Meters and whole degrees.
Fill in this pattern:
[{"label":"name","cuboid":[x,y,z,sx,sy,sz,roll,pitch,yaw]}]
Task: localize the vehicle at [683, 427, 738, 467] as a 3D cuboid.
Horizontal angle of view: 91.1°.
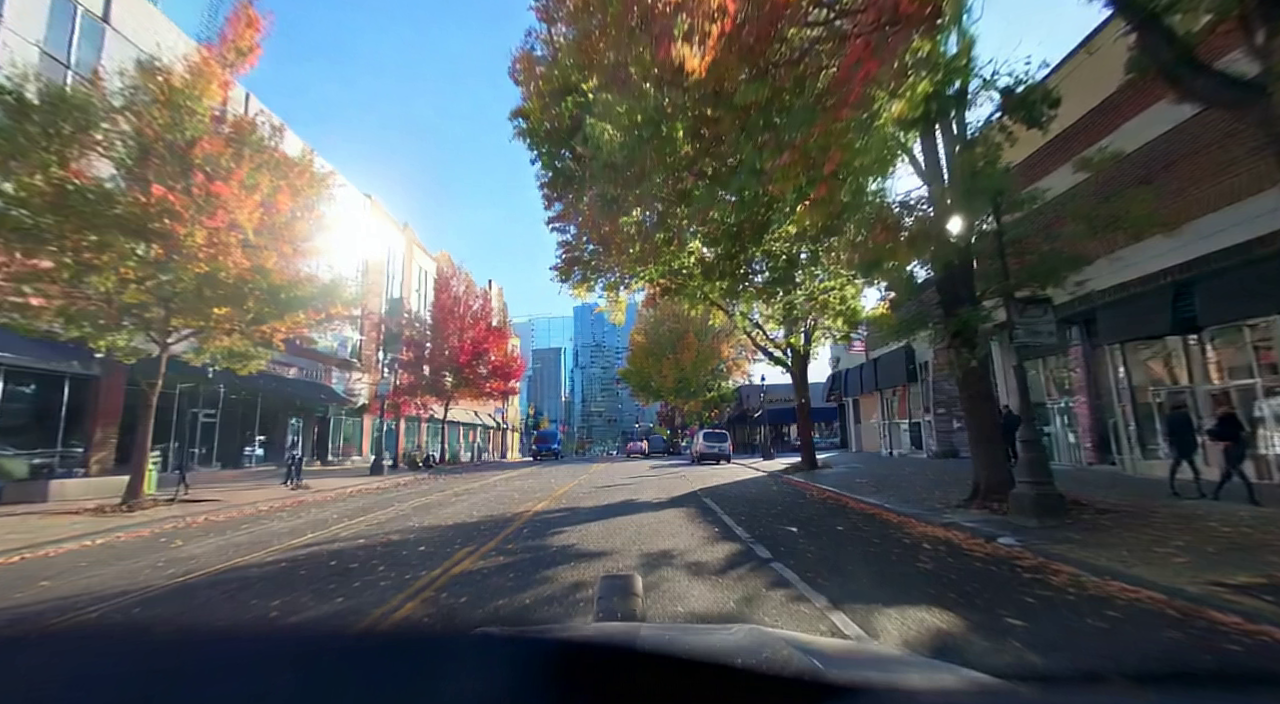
[{"label":"vehicle","cuboid":[3.713,5.126,34.216,2.357,1.986,5.136,0,-8,-1]}]
